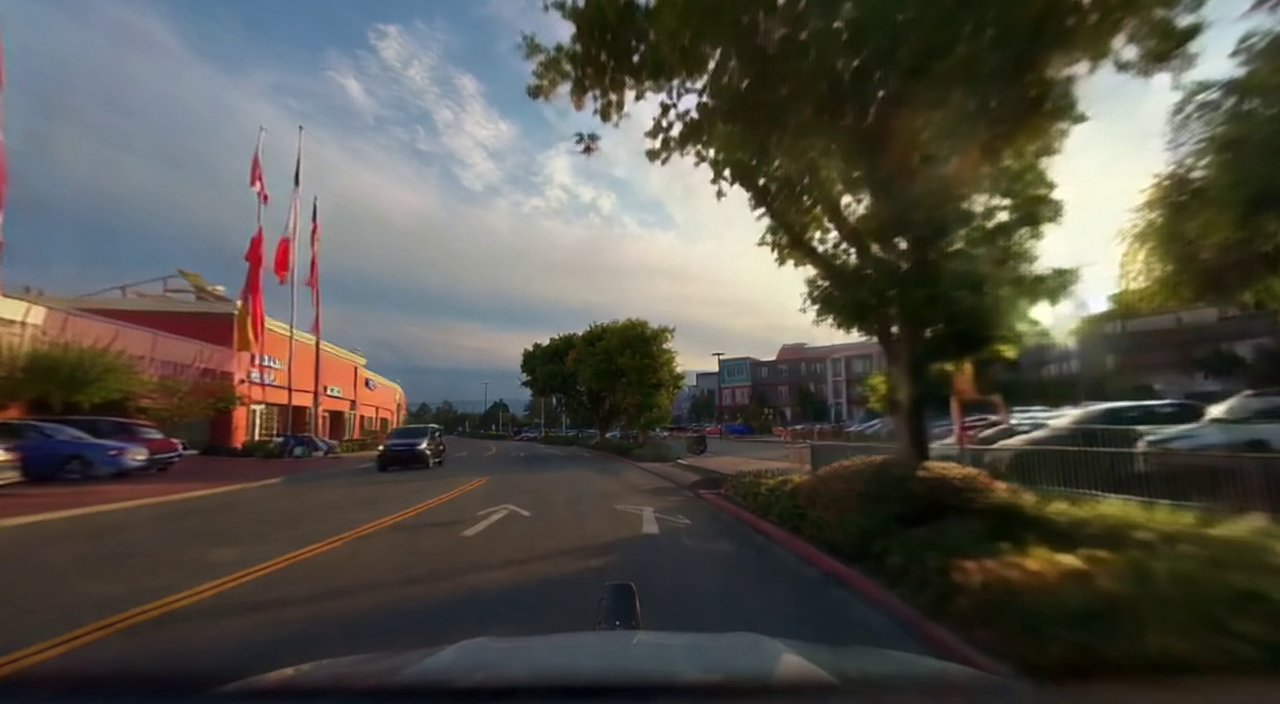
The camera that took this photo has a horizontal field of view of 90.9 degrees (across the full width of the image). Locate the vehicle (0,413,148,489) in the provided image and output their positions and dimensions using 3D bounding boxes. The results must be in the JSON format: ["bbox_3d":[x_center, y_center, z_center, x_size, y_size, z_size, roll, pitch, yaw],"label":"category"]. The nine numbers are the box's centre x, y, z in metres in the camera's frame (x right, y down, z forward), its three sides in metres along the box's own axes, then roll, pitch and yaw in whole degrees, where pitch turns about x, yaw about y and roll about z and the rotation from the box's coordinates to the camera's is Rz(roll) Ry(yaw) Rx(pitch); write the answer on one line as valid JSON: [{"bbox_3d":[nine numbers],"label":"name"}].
[{"bbox_3d":[-14.515,2.308,14.898,3.948,1.672,1.942,1,-8,-8],"label":"vehicle"}]

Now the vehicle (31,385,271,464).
[{"bbox_3d":[-23.092,3.555,30.547,8.479,3.396,3.021,3,-8,-24],"label":"vehicle"}]

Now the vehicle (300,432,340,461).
[{"bbox_3d":[-18.538,5.478,36.622,1.778,1.584,2.802,3,-8,-22],"label":"vehicle"}]

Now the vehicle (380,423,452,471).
[{"bbox_3d":[-9.615,4.091,27.367,2.026,1.882,4.277,1,-8,-7],"label":"vehicle"}]
